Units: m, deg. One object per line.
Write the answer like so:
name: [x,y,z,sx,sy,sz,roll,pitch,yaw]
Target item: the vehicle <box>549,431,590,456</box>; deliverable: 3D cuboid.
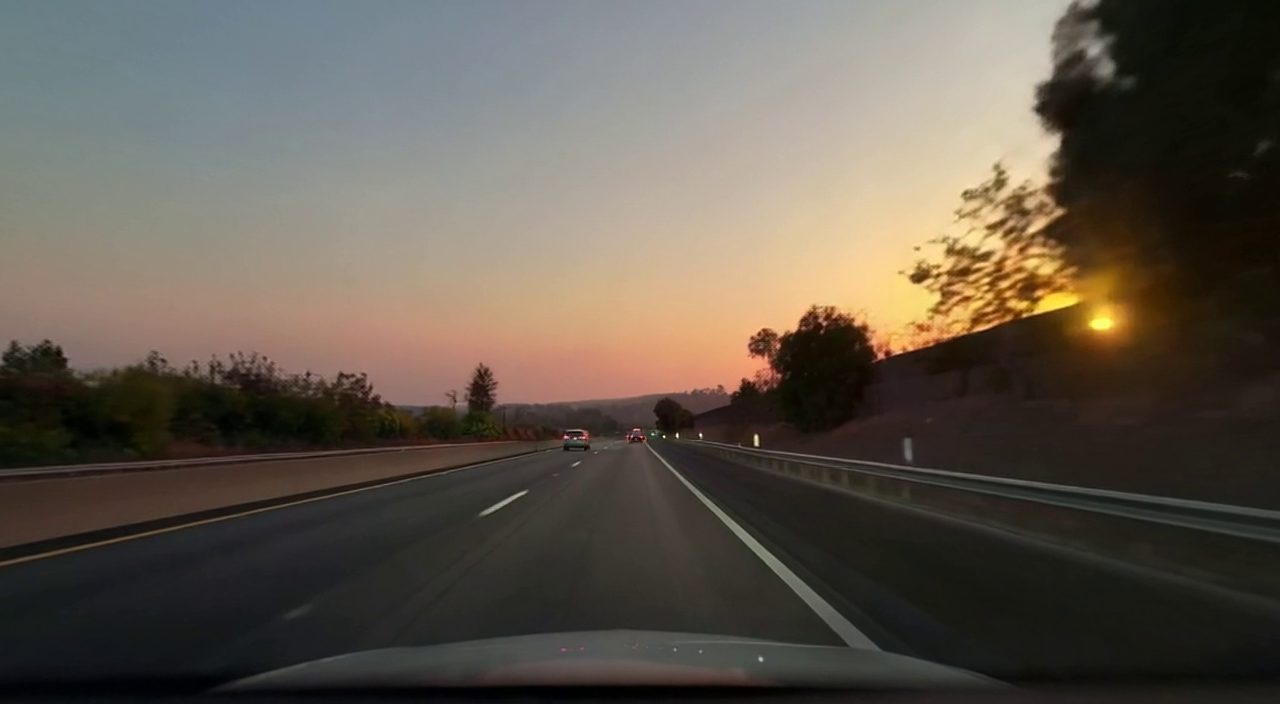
vehicle: [-4.542,5.974,41.364,2.149,1.532,4.905,0,-8,0]
